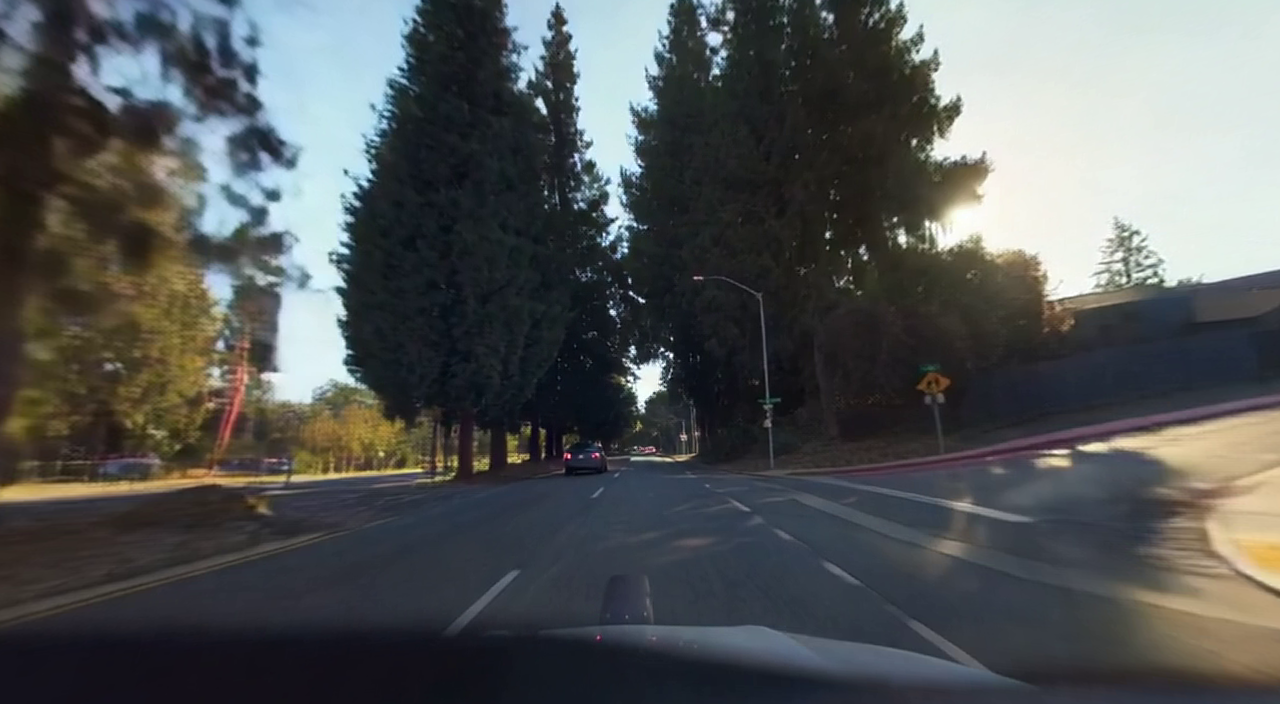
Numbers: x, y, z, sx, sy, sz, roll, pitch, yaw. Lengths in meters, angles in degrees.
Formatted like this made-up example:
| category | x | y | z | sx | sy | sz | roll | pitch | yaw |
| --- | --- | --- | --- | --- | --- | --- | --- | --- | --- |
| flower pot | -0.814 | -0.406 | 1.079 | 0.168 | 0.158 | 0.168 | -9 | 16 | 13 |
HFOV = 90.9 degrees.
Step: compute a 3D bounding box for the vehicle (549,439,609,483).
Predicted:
| category | x | y | z | sx | sy | sz | roll | pitch | yaw |
| --- | --- | --- | --- | --- | --- | --- | --- | --- | --- |
| vehicle | -2.498 | 4.607 | 26.859 | 2.016 | 1.694 | 4.335 | 0 | -8 | 1 |
